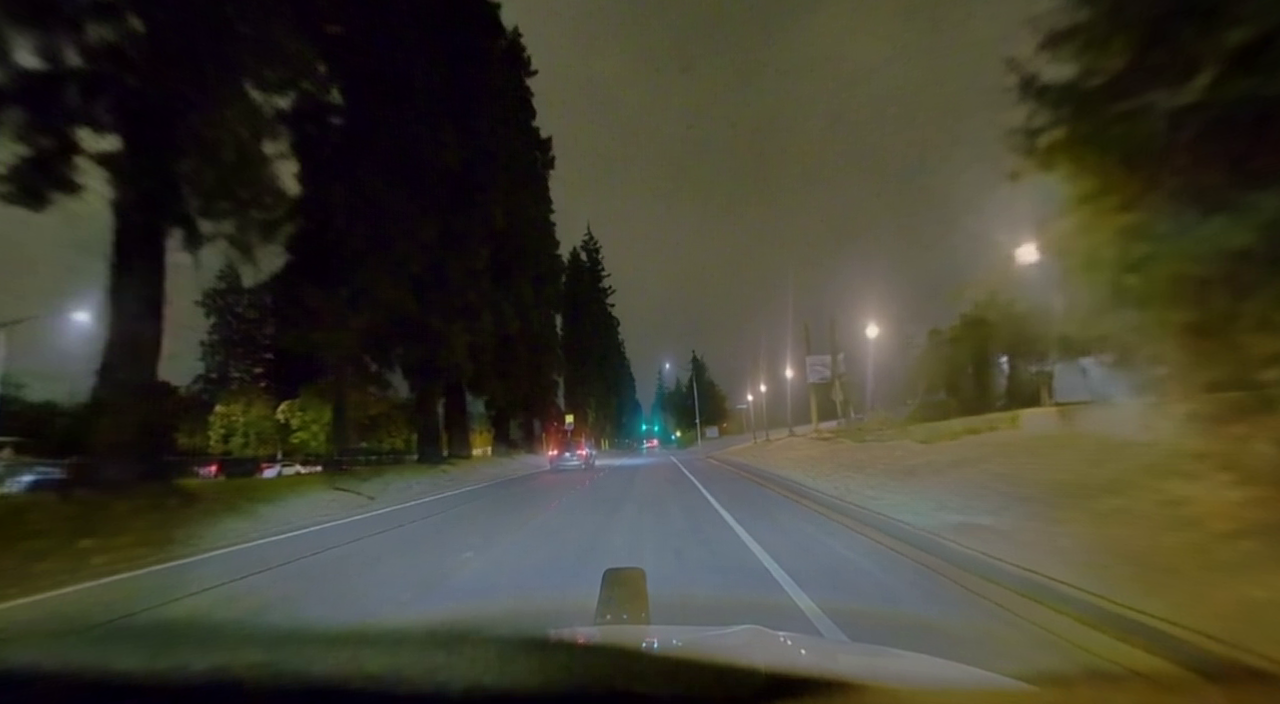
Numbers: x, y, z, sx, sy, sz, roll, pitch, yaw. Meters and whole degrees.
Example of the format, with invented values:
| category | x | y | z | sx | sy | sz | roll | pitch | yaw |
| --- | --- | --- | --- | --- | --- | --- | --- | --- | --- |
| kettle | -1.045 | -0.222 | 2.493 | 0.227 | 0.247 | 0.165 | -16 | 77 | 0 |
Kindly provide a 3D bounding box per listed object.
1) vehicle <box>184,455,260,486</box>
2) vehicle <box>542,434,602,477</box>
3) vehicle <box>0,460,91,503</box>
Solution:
| category | x | y | z | sx | sy | sz | roll | pitch | yaw |
| --- | --- | --- | --- | --- | --- | --- | --- | --- | --- |
| vehicle | -29.090 | 8.219 | 44.083 | 1.968 | 1.821 | 4.810 | -3 | -8 | 1 |
| vehicle | -2.859 | 4.488 | 27.529 | 2.016 | 1.694 | 4.335 | 0 | -8 | 2 |
| vehicle | -29.685 | 6.179 | 30.274 | 1.992 | 1.792 | 4.929 | 0 | -8 | 2 |
